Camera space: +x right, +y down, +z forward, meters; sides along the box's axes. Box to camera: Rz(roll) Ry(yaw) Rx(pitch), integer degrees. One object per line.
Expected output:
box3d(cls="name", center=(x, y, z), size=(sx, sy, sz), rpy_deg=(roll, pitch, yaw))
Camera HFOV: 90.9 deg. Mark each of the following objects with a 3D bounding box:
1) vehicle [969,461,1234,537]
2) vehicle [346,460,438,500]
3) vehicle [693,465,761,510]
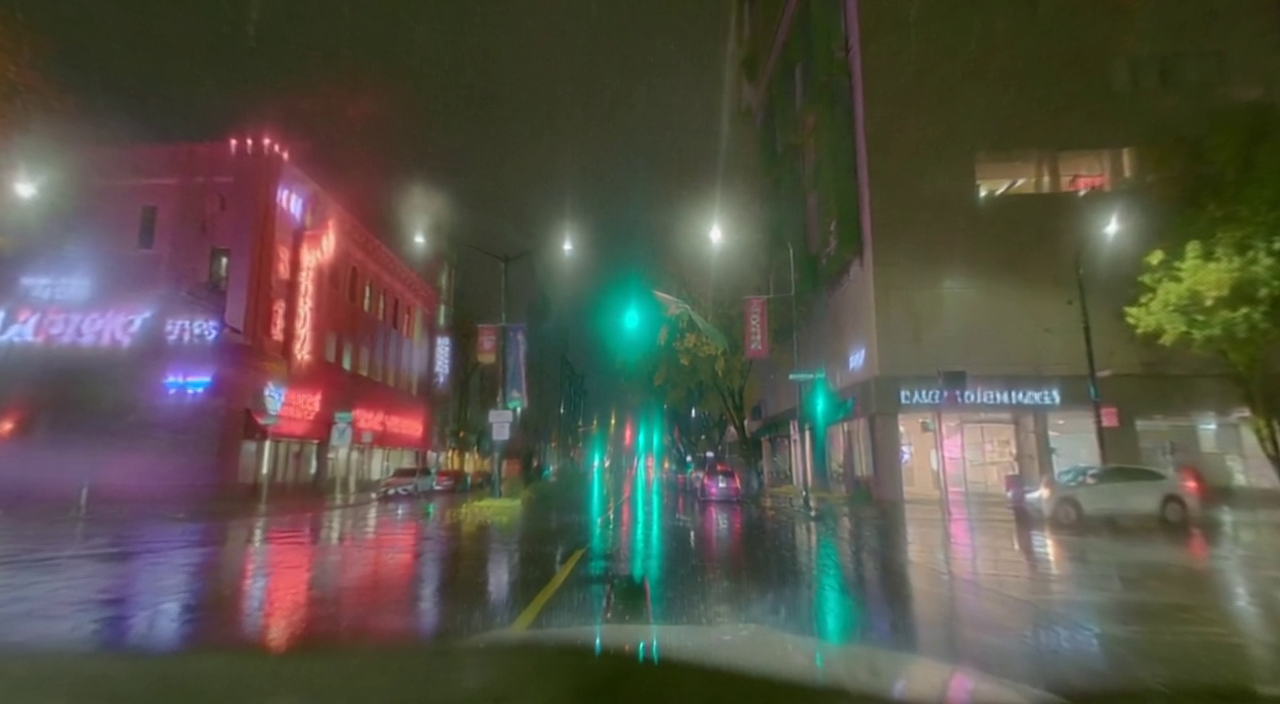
box3d(cls="vehicle", center=(10.208, 3.257, 14.258), size=(4.330, 1.517, 2.045), rpy_deg=(0, -9, 0))
box3d(cls="vehicle", center=(-12.422, 6.325, 31.483), size=(4.447, 1.790, 2.206), rpy_deg=(-7, -11, 38))
box3d(cls="vehicle", center=(3.429, 5.428, 25.629), size=(2.120, 1.560, 4.402), rpy_deg=(0, -9, 0))
